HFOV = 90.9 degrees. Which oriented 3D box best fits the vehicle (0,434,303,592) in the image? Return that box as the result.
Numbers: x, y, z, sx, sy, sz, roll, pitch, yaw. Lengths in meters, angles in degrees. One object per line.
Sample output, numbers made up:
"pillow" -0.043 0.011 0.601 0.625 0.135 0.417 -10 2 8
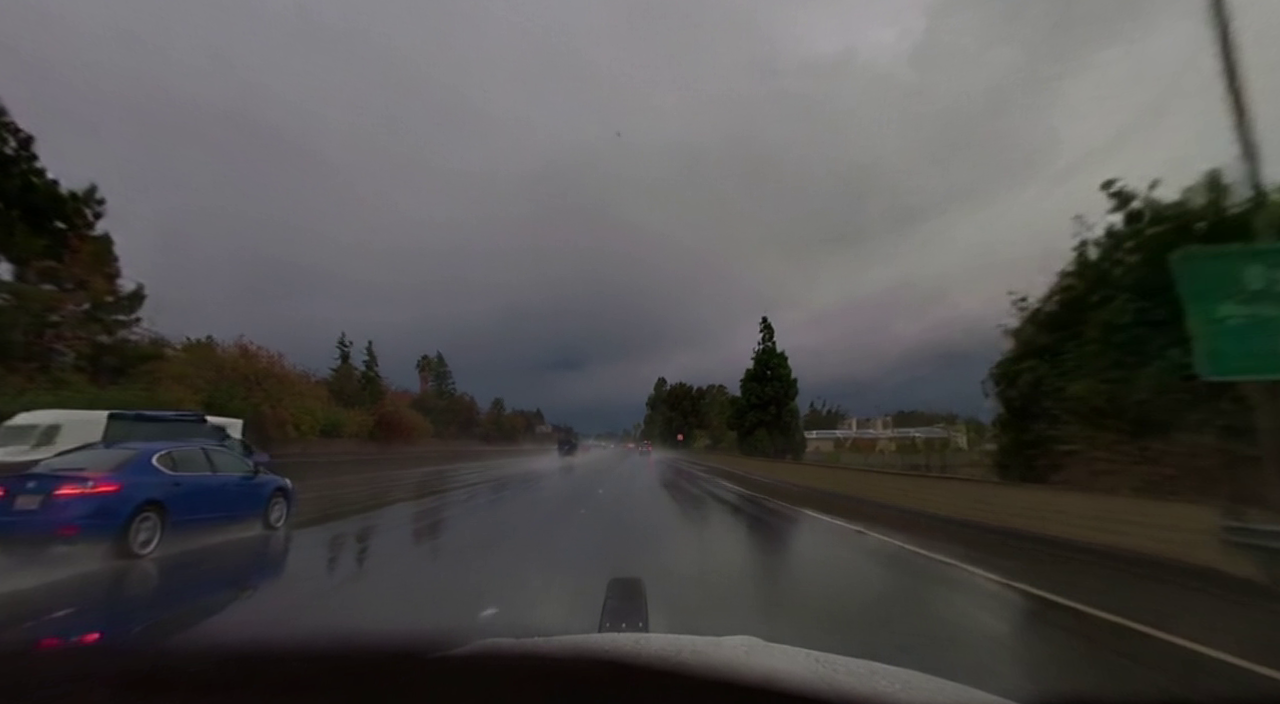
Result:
"vehicle" -6.812 1.888 8.415 1.981 1.486 4.735 0 -8 0
